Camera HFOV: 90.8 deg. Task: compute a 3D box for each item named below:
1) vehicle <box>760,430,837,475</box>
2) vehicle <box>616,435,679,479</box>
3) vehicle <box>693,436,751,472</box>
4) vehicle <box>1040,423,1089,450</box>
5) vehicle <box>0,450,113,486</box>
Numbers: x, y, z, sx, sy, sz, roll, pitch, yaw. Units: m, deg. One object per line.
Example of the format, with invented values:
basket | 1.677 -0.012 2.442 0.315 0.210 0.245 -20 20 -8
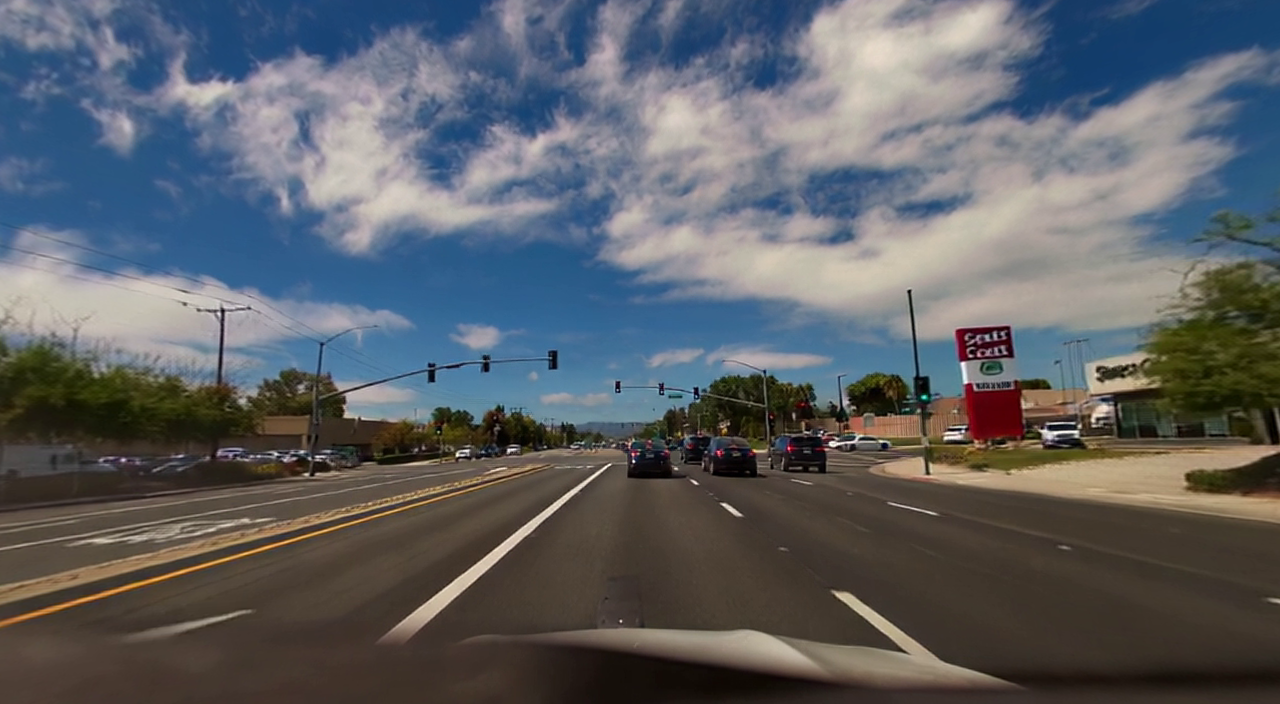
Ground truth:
vehicle | 6.540 4.203 26.570 2.009 1.700 4.275 0 -8 -1
vehicle | 0.224 3.888 23.657 2.135 1.468 4.076 0 -8 -1
vehicle | 3.634 4.606 28.810 1.889 1.473 4.643 0 -8 -1
vehicle | 26.019 5.253 38.857 2.222 1.538 4.817 -5 -10 31
vehicle | -31.290 6.138 33.617 4.471 1.829 2.071 0 -8 -2
